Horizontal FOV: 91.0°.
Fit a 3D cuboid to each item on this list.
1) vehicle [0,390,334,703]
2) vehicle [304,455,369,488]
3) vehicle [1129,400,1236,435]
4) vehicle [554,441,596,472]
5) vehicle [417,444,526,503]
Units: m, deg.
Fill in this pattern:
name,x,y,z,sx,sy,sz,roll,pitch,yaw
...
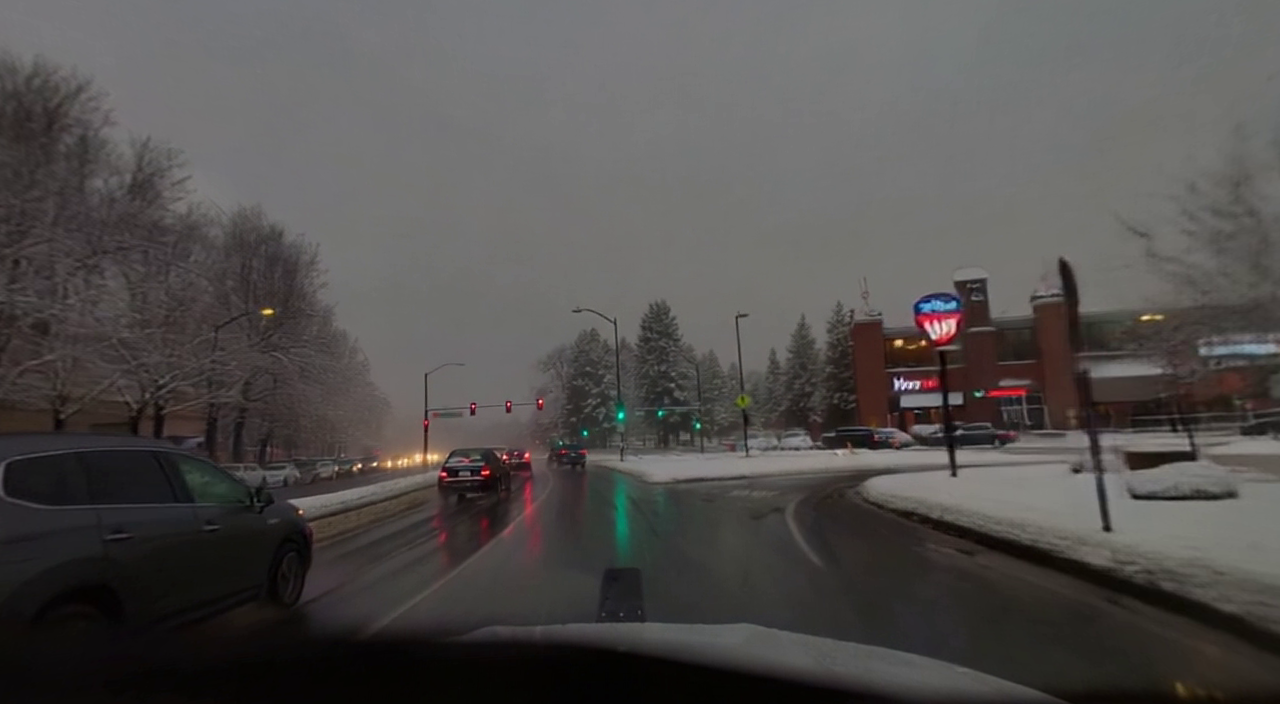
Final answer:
name,x,y,z,sx,sy,sz,roll,pitch,yaw
vehicle,-4.105,1.151,3.933,2.085,1.663,4.513,1,-9,0
vehicle,-17.099,6.735,35.743,2.039,1.672,4.596,2,-9,-10
vehicle,33.003,3.966,38.412,2.110,1.696,4.653,15,-11,-40
vehicle,-3.972,6.245,37.763,2.144,1.704,4.028,2,-9,-10
vehicle,-4.831,3.545,18.964,2.090,1.506,5.326,1,-9,-3
